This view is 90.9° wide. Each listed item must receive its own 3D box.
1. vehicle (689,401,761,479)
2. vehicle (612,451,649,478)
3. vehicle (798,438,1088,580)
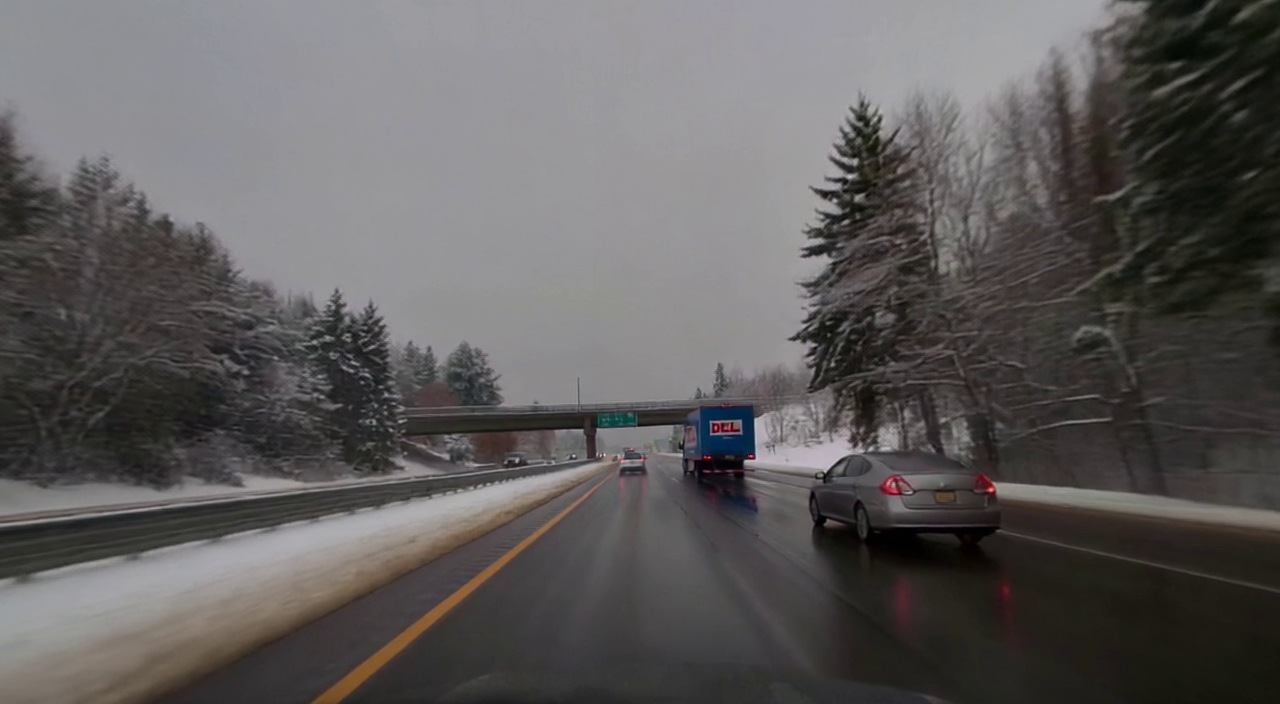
[{"bbox_3d":[4.669,5.151,36.535,2.838,3.985,8.010,0,-9,-1],"label":"vehicle"},{"bbox_3d":[-0.530,6.519,36.606,2.055,1.445,3.661,0,-9,0],"label":"vehicle"},{"bbox_3d":[3.715,1.977,8.756,1.894,1.452,4.164,0,-9,-1],"label":"vehicle"}]
